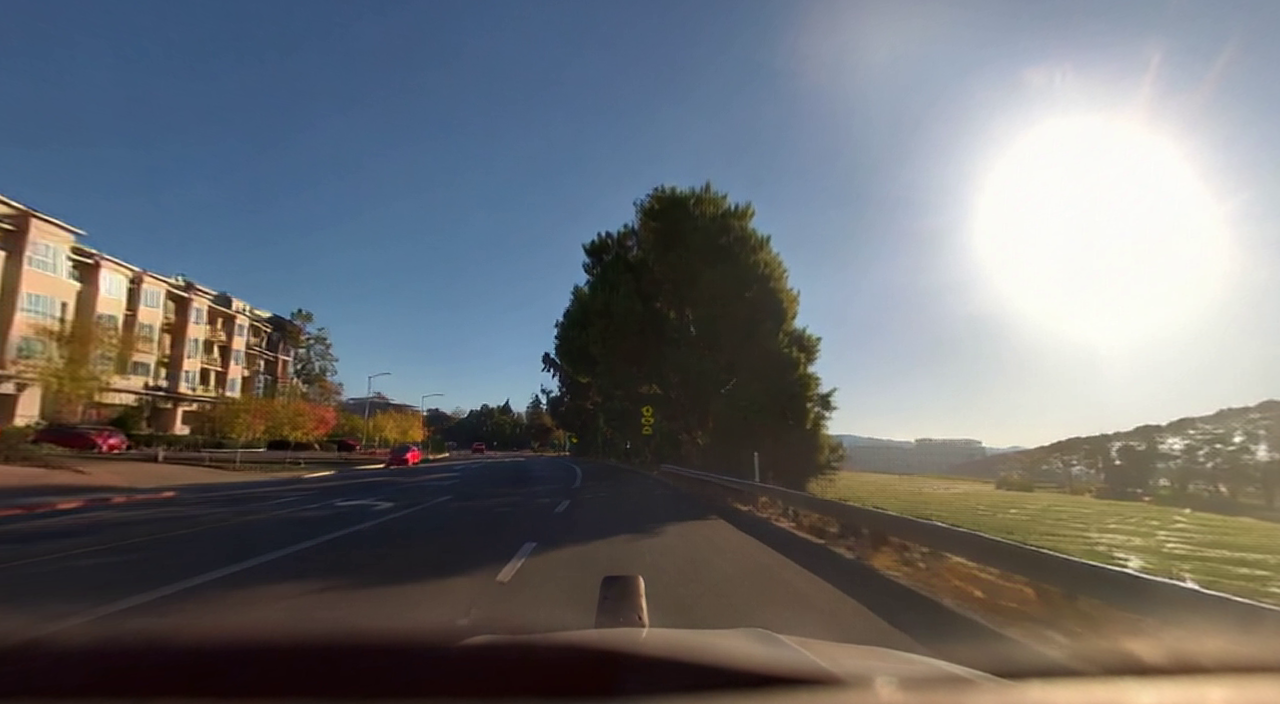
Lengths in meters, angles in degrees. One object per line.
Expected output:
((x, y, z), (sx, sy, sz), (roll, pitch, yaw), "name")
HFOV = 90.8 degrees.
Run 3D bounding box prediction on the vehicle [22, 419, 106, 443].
((-44.368, 6.097, 48.694), (5.006, 1.561, 1.894), (0, -15, 10), "vehicle")
